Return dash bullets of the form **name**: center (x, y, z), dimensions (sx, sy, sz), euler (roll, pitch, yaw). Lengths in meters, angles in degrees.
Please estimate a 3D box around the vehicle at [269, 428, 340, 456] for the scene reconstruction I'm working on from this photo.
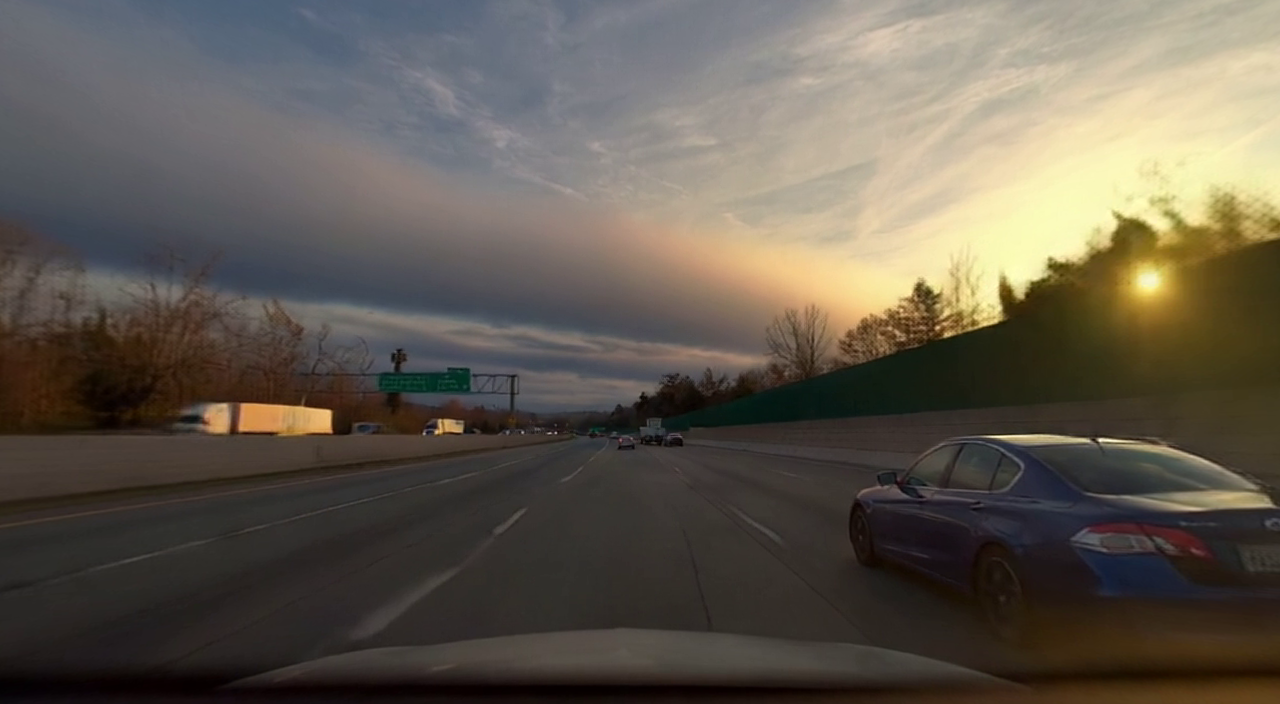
- **vehicle**: center (-18.548, 4.993, 34.964), dimensions (1.785, 1.452, 4.015), euler (0, -8, -1)

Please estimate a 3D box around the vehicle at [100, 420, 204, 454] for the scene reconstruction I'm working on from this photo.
- **vehicle**: center (-25.923, 4.561, 33.641), dimensions (1.904, 1.680, 4.621), euler (0, -8, -1)

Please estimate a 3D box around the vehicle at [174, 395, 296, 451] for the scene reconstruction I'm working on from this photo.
- **vehicle**: center (-30.909, 5.627, 48.754), dimensions (2.986, 3.891, 10.108), euler (0, -8, -2)
